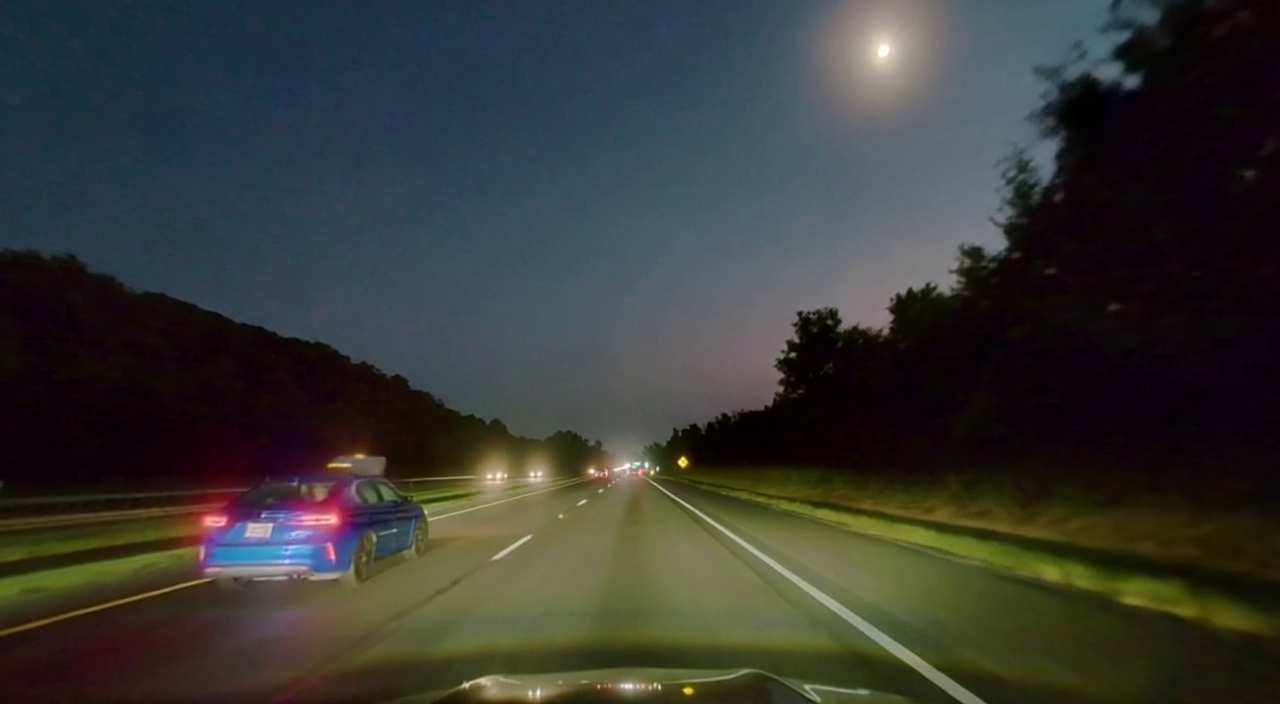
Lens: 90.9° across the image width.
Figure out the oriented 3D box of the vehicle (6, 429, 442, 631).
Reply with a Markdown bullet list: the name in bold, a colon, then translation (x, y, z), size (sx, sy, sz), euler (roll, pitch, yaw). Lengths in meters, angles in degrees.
- **vehicle**: translation (-3.892, 1.765, 7.000), size (2.017, 1.516, 4.041), euler (1, -11, 0)
